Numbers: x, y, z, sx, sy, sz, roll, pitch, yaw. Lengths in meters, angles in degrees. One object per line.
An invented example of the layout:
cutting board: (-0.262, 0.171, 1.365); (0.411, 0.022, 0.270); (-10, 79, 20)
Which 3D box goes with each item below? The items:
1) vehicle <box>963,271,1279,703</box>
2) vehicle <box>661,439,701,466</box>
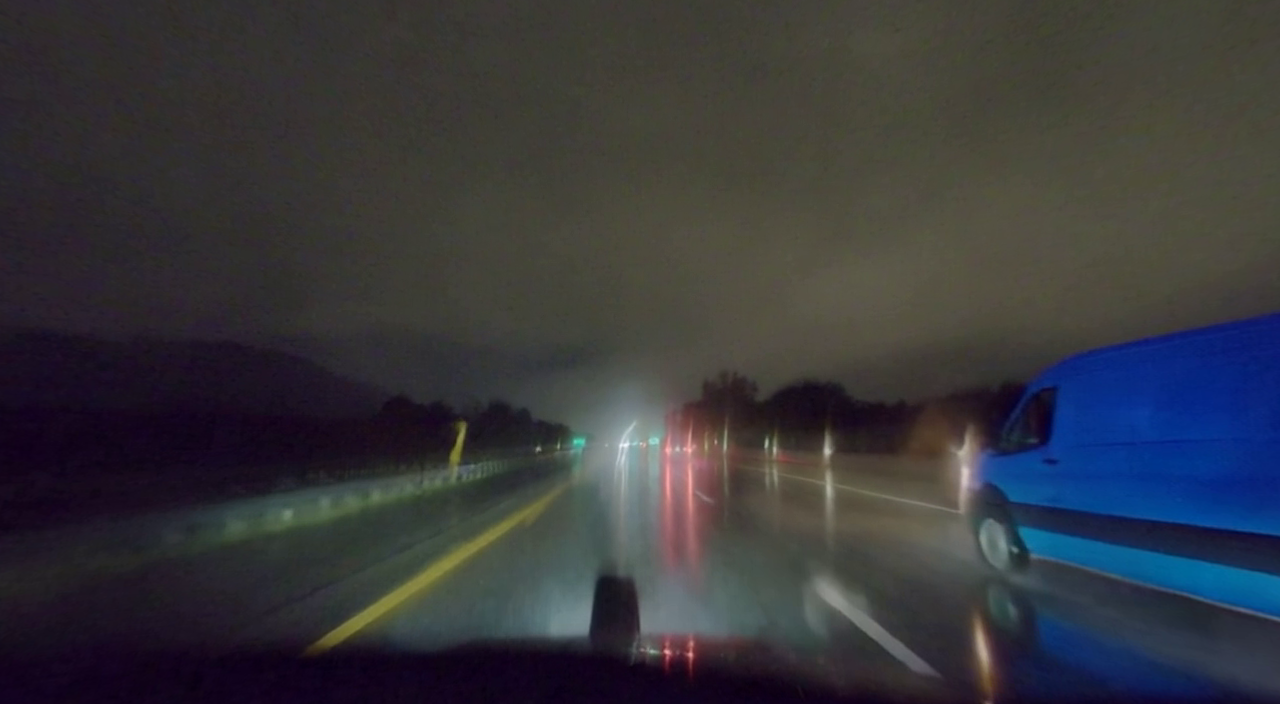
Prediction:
vehicle: (4.168, 0.697, 3.393); (2.269, 2.048, 4.679); (0, -8, -1)
vehicle: (2.299, 5.824, 36.573); (2.005, 1.466, 3.739); (0, -8, -1)
